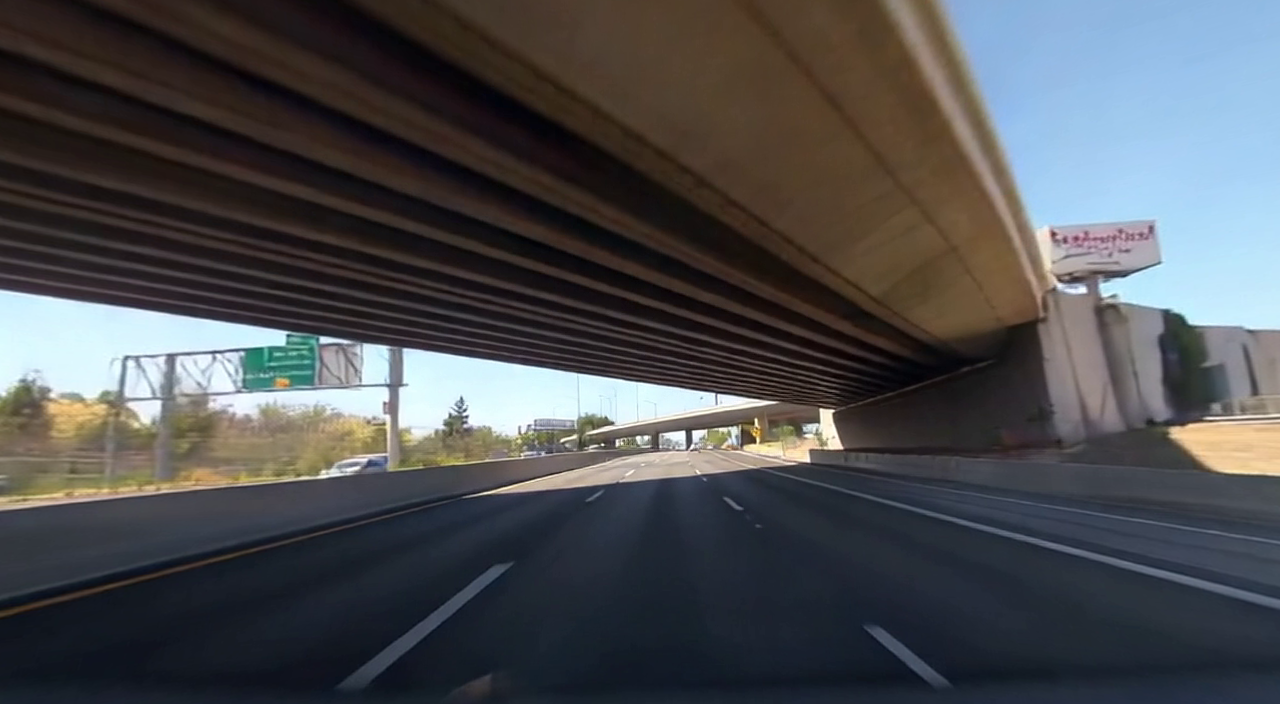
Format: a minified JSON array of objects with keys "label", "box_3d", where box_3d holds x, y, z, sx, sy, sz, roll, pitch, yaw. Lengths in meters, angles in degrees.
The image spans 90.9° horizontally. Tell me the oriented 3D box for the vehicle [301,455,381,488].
[{"label":"vehicle","box_3d":[-15.594,6.252,33.204,1.798,1.496,4.559,-1,-8,3]}]
